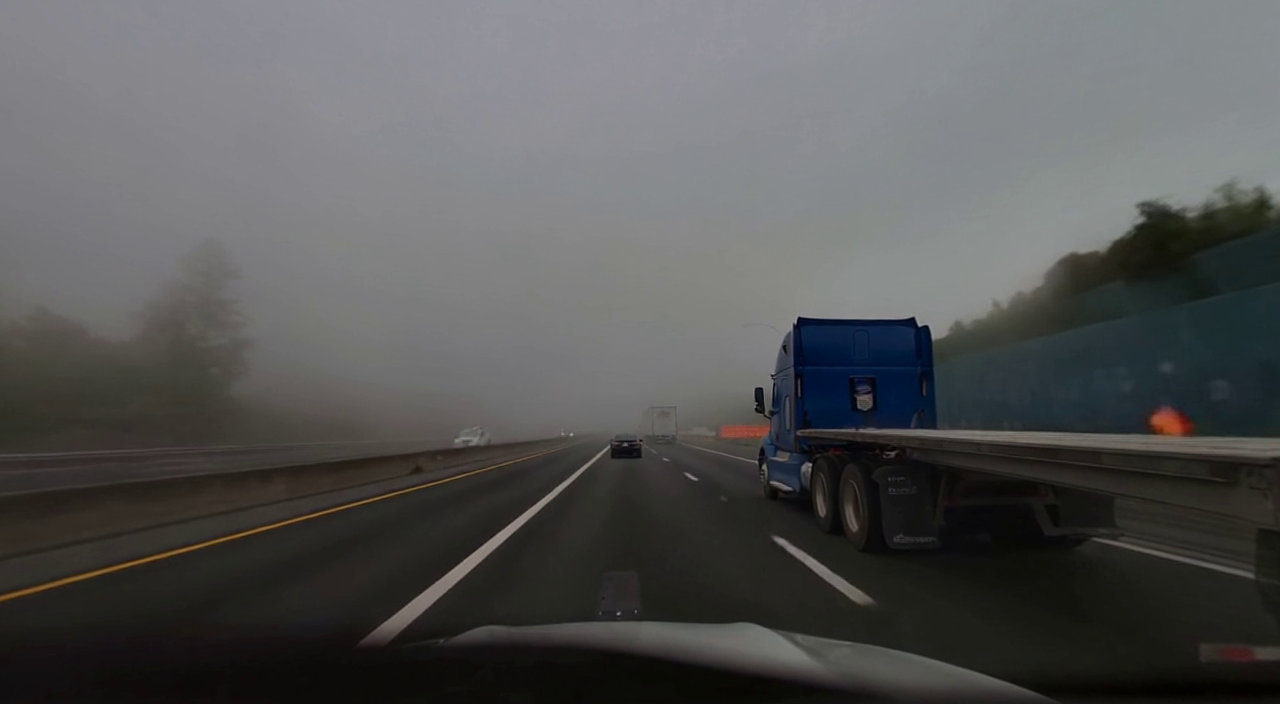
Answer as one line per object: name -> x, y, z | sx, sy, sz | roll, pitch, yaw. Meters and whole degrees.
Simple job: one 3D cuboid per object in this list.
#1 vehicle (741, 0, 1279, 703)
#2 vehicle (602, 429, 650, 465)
vehicle -> 3.557, 0.290, 6.522 | 2.919, 3.634, 10.888 | 0, -8, -2
vehicle -> -0.596, 4.112, 27.474 | 1.929, 1.469, 3.677 | 0, -8, -1
